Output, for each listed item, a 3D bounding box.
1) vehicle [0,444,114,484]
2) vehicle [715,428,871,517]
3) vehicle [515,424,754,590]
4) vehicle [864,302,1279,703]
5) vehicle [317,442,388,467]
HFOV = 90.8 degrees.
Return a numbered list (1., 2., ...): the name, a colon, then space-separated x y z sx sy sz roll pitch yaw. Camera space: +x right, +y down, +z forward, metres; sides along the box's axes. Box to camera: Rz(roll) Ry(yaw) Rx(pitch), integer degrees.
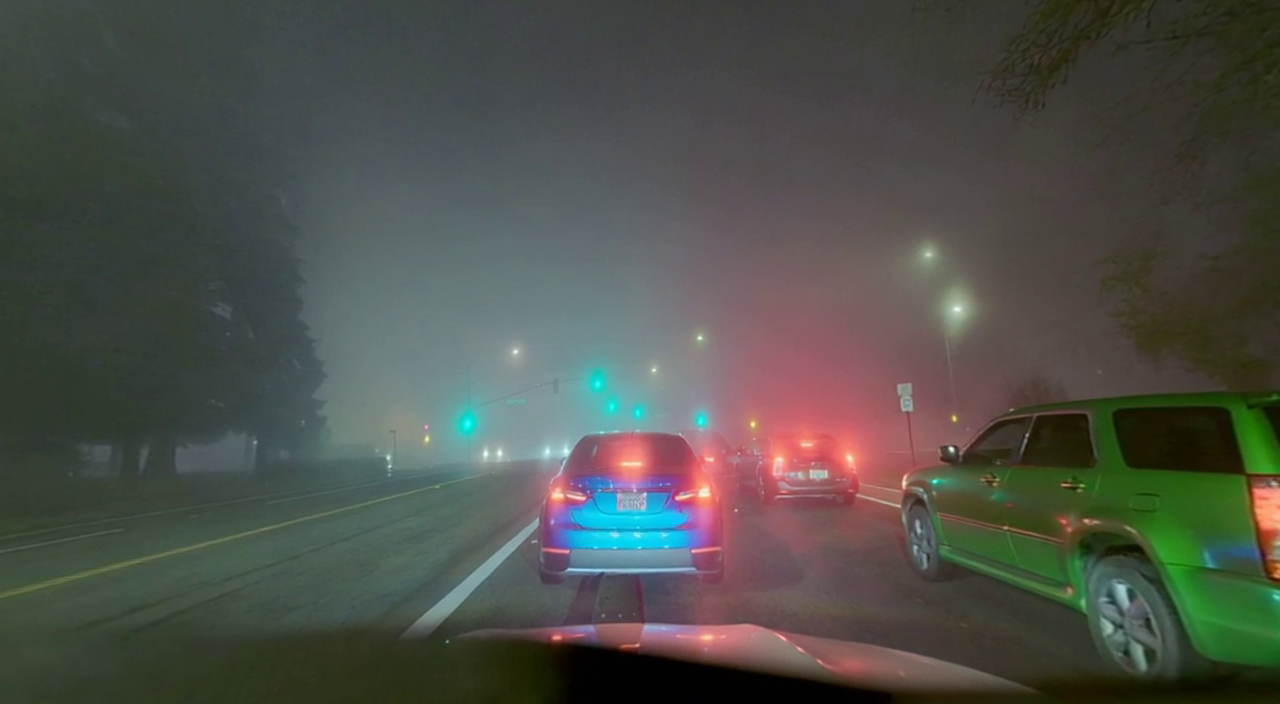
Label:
1. vehicle: -22.531 4.187 23.701 4.092 1.438 1.639 0 -8 1
2. vehicle: 2.953 2.439 13.342 1.971 1.517 4.521 0 -8 -2
3. vehicle: -0.101 1.727 7.933 2.186 1.500 4.141 0 -8 -1
4. vehicle: 3.359 0.995 4.326 2.006 1.766 4.345 0 -8 -1
5. vehicle: -19.905 7.103 43.790 3.957 1.630 1.881 0 -8 0
